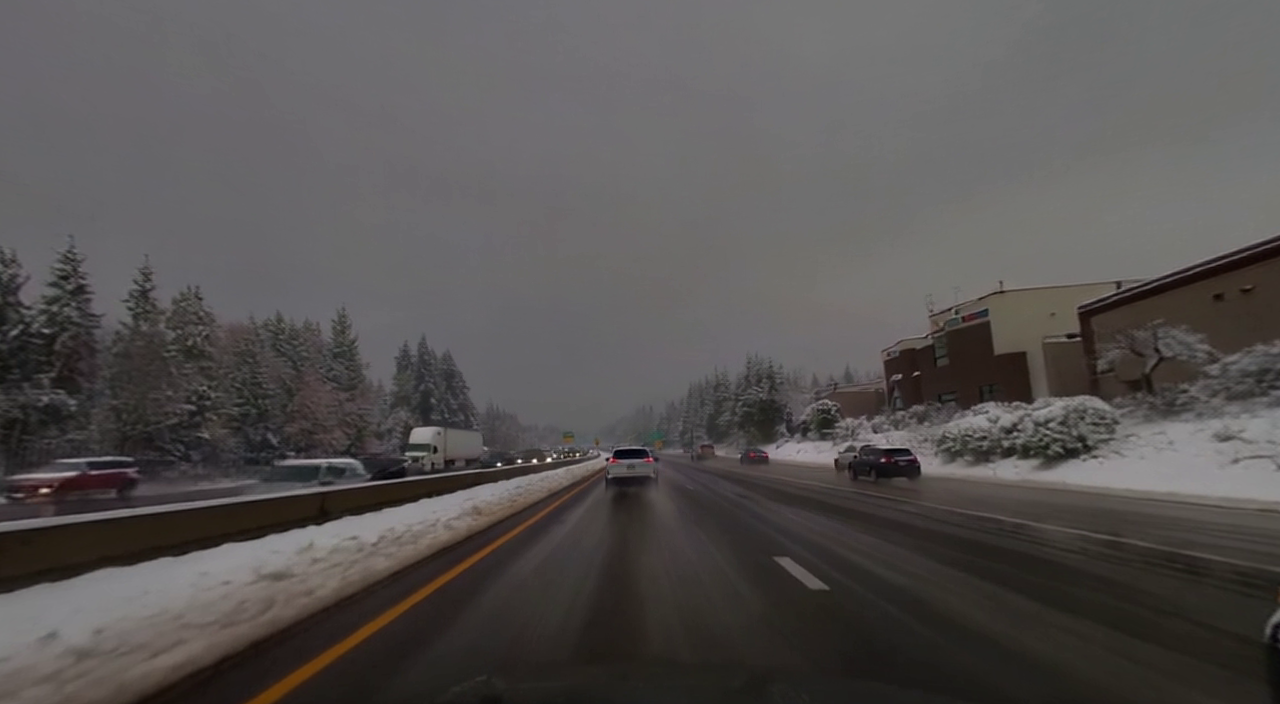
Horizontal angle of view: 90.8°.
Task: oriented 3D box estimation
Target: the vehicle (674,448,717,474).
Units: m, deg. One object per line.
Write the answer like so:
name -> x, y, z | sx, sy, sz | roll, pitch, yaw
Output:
vehicle -> 3.297, 6.578, 38.402 | 2.115, 1.481, 3.968 | 0, -9, -2

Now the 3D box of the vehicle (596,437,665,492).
vehicle -> -0.356, 4.117, 23.464 | 2.298, 1.809, 4.359 | 0, -9, -1

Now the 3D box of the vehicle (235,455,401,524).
vehicle -> -8.164, 3.492, 16.605 | 1.937, 1.477, 4.561 | 0, -9, 0

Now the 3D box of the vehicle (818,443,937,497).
vehicle -> 7.159, 3.573, 19.593 | 1.958, 1.473, 4.201 | 0, -9, -2

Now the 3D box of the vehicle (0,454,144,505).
vehicle -> -21.814, 4.827, 24.307 | 1.889, 1.708, 4.301 | 0, -9, 0

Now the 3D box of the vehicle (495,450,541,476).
vehicle -> -8.261, 7.543, 43.076 | 2.069, 1.613, 4.660 | 0, -9, 2

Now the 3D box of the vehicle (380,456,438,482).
vehicle -> -14.876, 7.570, 41.046 | 1.924, 1.472, 4.767 | 0, -9, 1

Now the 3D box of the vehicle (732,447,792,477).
vehicle -> 6.288, 5.707, 33.110 | 1.934, 1.461, 4.368 | 1, -9, -5
